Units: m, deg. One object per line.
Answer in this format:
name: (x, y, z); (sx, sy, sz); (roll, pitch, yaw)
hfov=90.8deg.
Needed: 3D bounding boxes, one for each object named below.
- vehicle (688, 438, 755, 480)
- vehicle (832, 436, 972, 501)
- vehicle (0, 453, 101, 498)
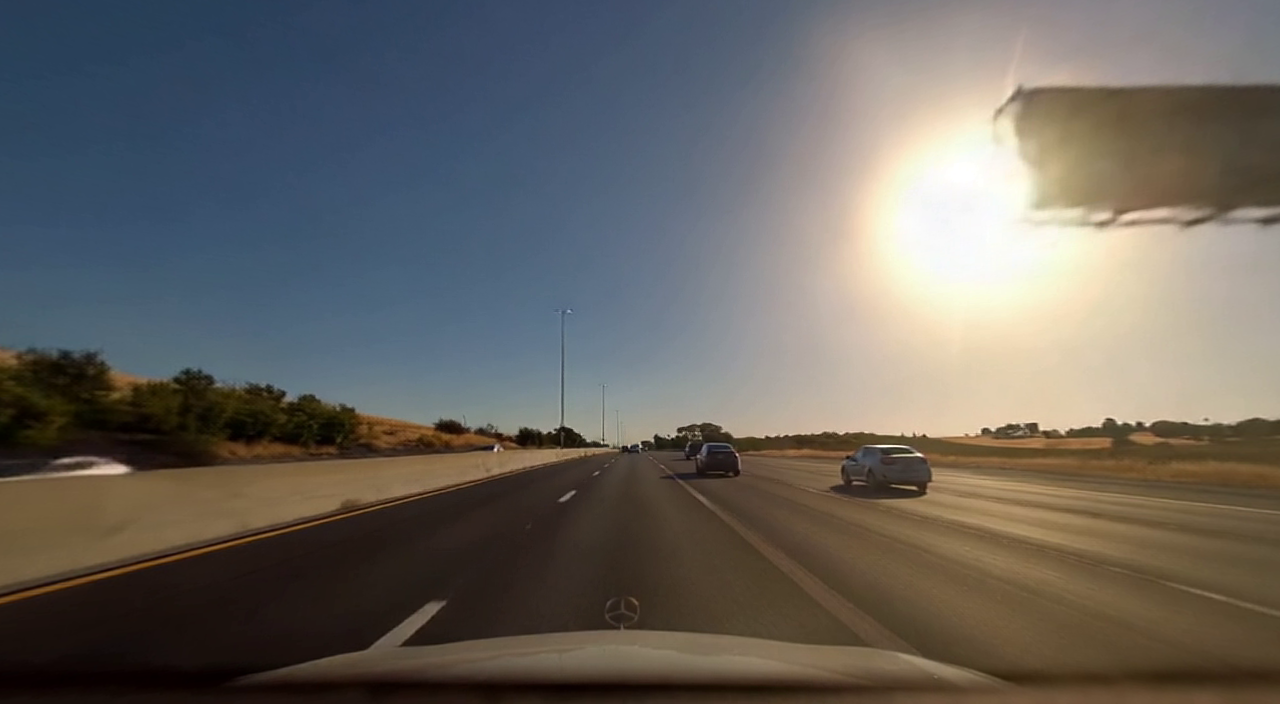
vehicle: (3.198, 4.302, 25.667); (2.056, 1.553, 4.320); (0, -8, -2)
vehicle: (6.833, 3.072, 17.027); (2.038, 1.528, 3.910); (0, -8, -1)
vehicle: (-22.169, 4.365, 22.578); (1.888, 1.373, 4.582); (1, -8, -2)
